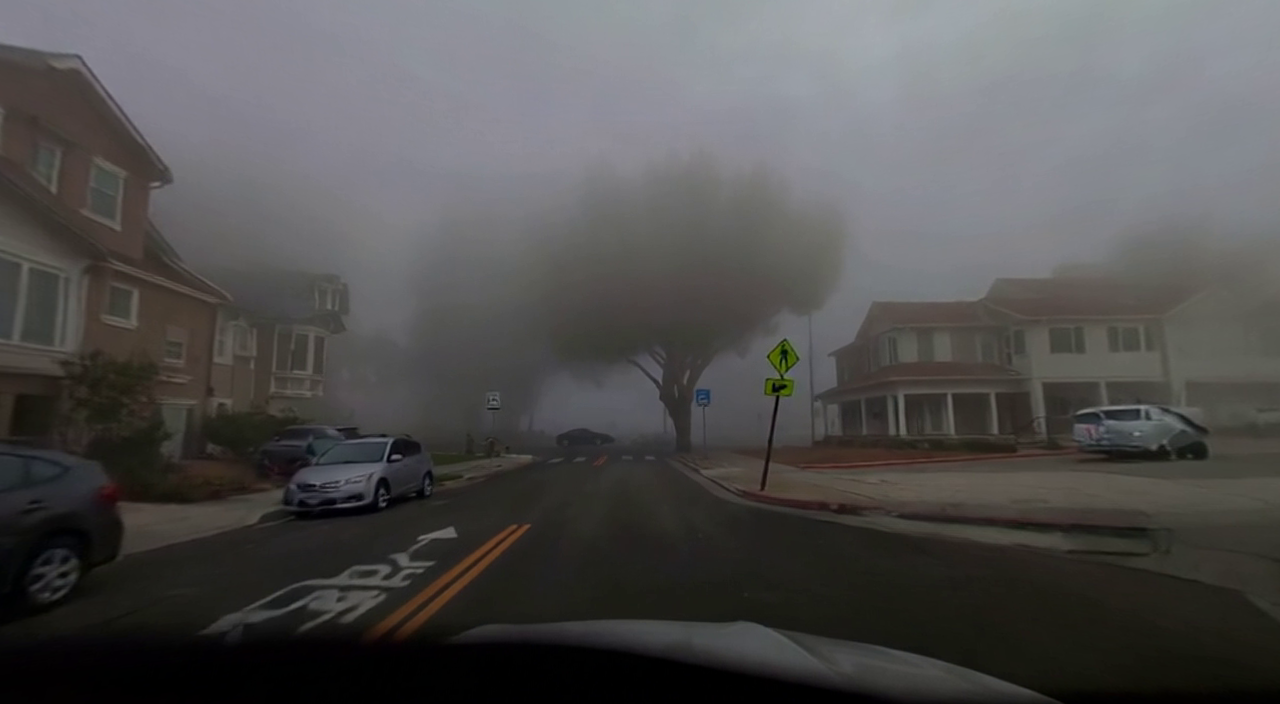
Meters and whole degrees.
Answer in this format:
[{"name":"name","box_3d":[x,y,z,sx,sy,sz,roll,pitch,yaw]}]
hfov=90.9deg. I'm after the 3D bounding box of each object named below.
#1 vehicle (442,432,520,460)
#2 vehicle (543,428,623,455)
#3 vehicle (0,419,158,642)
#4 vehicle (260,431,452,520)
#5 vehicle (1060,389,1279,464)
[{"name":"vehicle","box_3d":[-10.159,5.976,40.228,4.639,1.700,2.002,2,-8,-18]},{"name":"vehicle","box_3d":[-3.982,6.297,44.437,5.181,1.768,2.139,3,-8,-25]},{"name":"vehicle","box_3d":[-5.378,1.175,3.869,1.842,1.540,3.704,0,-8,0]},{"name":"vehicle","box_3d":[-5.423,2.382,12.747,1.919,1.464,4.155,0,-8,0]},{"name":"vehicle","box_3d":[14.153,2.052,17.076,4.184,1.817,2.026,-4,-8,23]}]
